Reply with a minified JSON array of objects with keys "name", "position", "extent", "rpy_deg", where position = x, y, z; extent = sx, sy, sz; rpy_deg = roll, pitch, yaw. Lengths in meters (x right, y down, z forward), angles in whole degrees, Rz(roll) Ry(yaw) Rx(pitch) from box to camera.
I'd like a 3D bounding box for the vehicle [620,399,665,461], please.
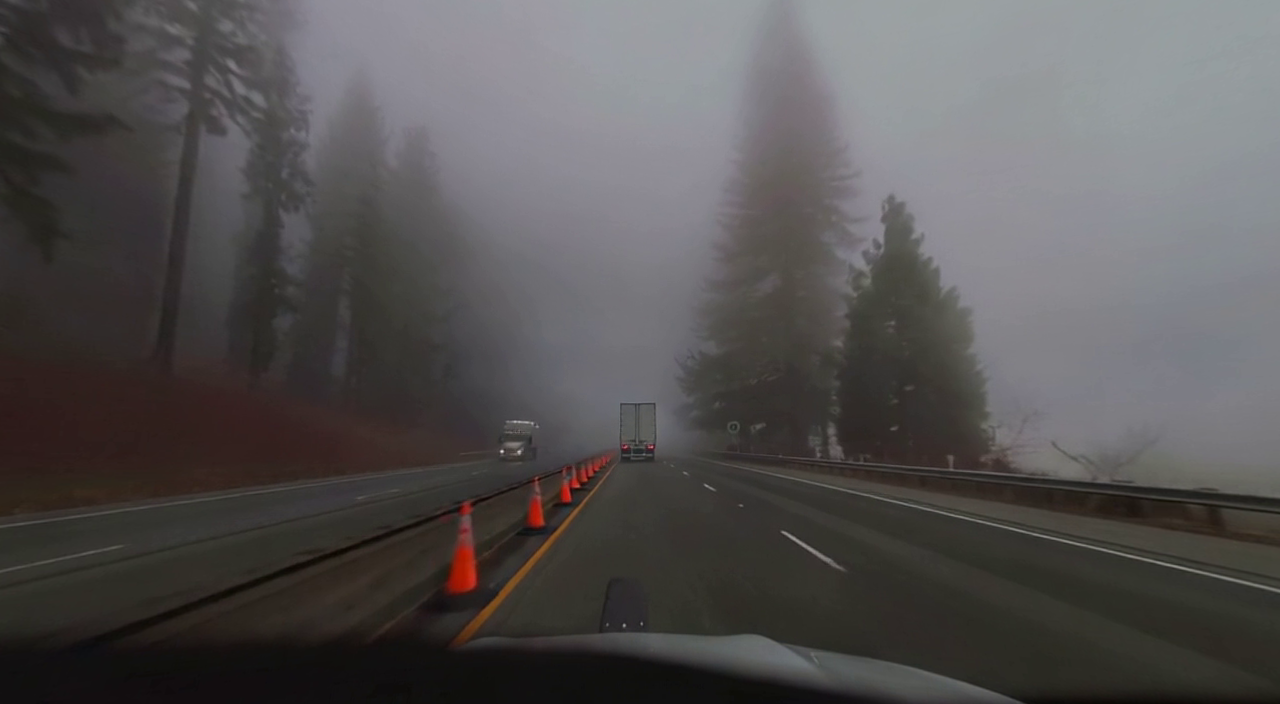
[{"name":"vehicle","position":[0.013,5.974,47.161],"extent":[2.935,4.068,11.036],"rpy_deg":[0,-8,-2]}]
